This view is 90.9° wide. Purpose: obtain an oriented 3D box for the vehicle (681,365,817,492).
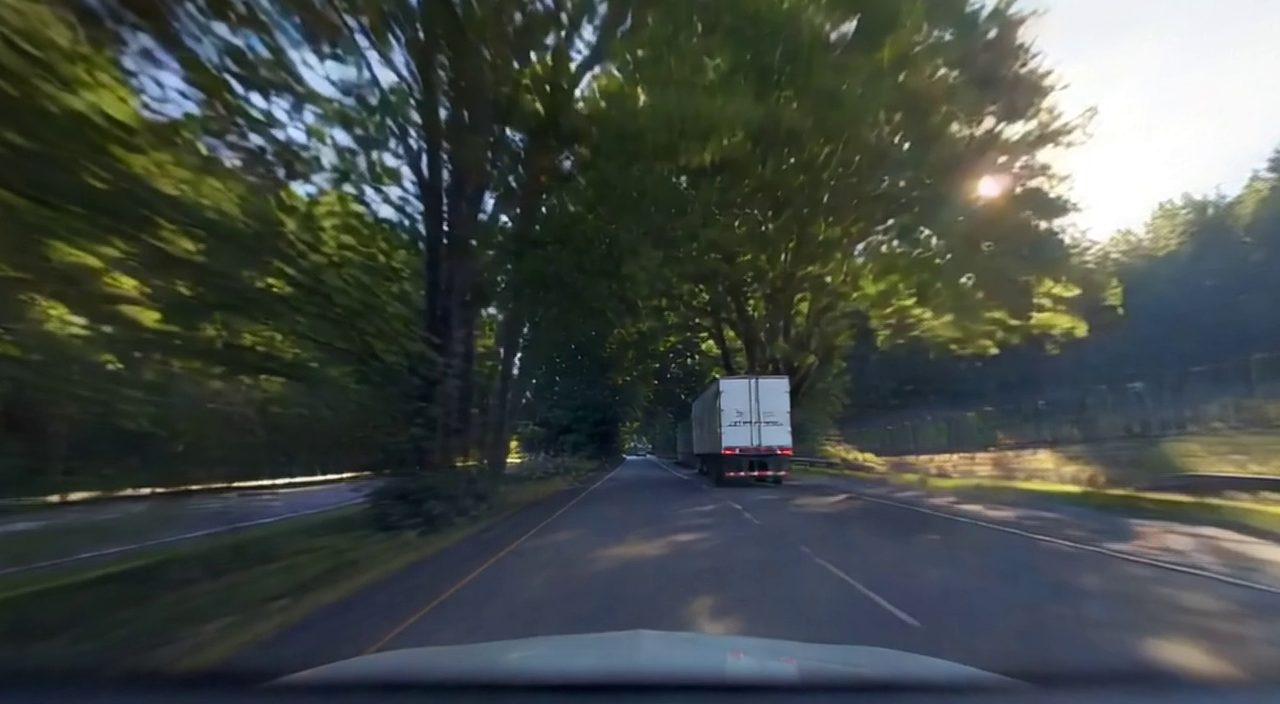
[{"bbox_3d":[3.740,3.369,26.144,2.955,3.825,14.115,0,-9,-1],"label":"vehicle"}]
